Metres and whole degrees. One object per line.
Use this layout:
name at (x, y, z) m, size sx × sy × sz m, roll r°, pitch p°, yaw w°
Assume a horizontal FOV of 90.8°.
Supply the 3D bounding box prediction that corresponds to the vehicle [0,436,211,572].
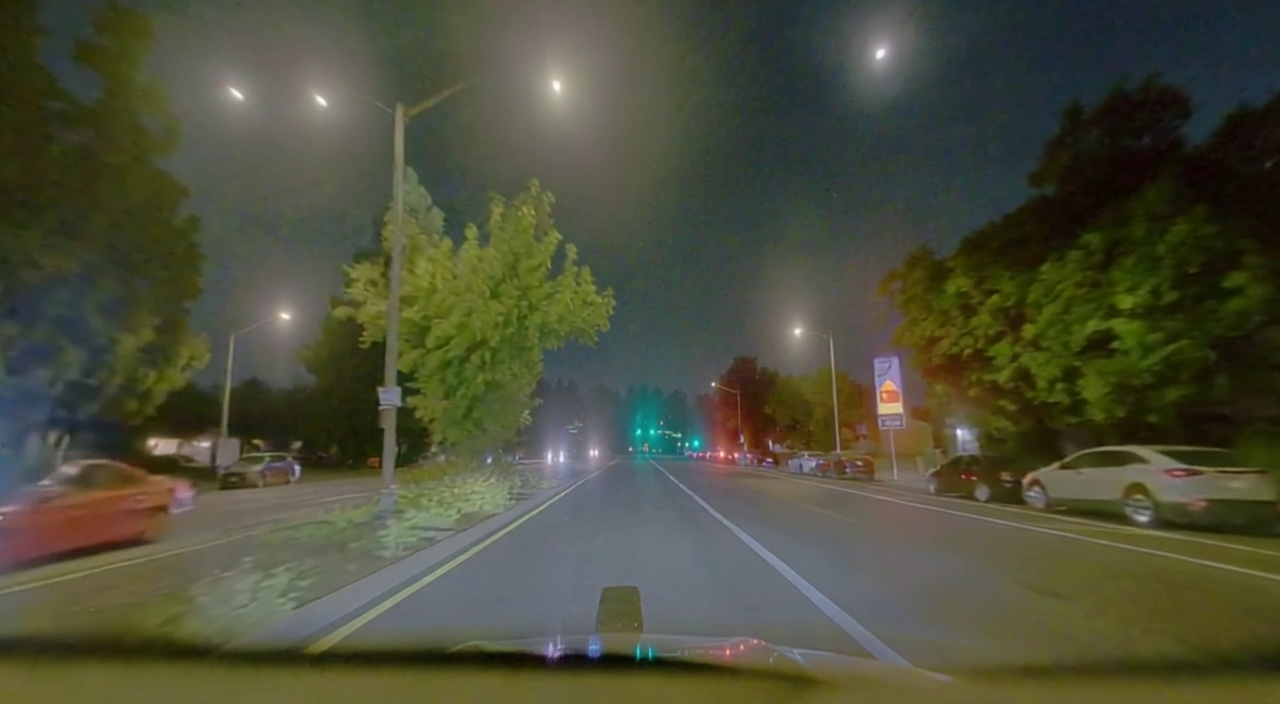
vehicle at (-8.024, 1.844, 7.992) m, size 1.913 × 1.485 × 4.624 m, roll -1°, pitch -8°, yaw 0°

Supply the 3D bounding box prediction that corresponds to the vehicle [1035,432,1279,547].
vehicle at (9.794, 2.410, 11.825) m, size 1.882 × 1.702 × 4.346 m, roll 0°, pitch -8°, yaw -1°

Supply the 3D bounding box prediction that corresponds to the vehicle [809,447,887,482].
vehicle at (9.601, 5.219, 29.590) m, size 1.899 × 1.475 × 4.572 m, roll 0°, pitch -8°, yaw -2°

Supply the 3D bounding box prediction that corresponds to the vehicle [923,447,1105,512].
vehicle at (9.633, 3.278, 16.818) m, size 1.961 × 1.456 × 4.493 m, roll 0°, pitch -8°, yaw -2°

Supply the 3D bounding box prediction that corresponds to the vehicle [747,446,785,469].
vehicle at (9.581, 8.029, 48.344) m, size 1.885 × 1.685 × 4.430 m, roll 0°, pitch -8°, yaw -2°

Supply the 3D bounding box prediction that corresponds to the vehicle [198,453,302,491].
vehicle at (-18.452, 5.671, 30.227) m, size 1.885 × 1.553 × 4.864 m, roll -1°, pitch -8°, yaw 0°
